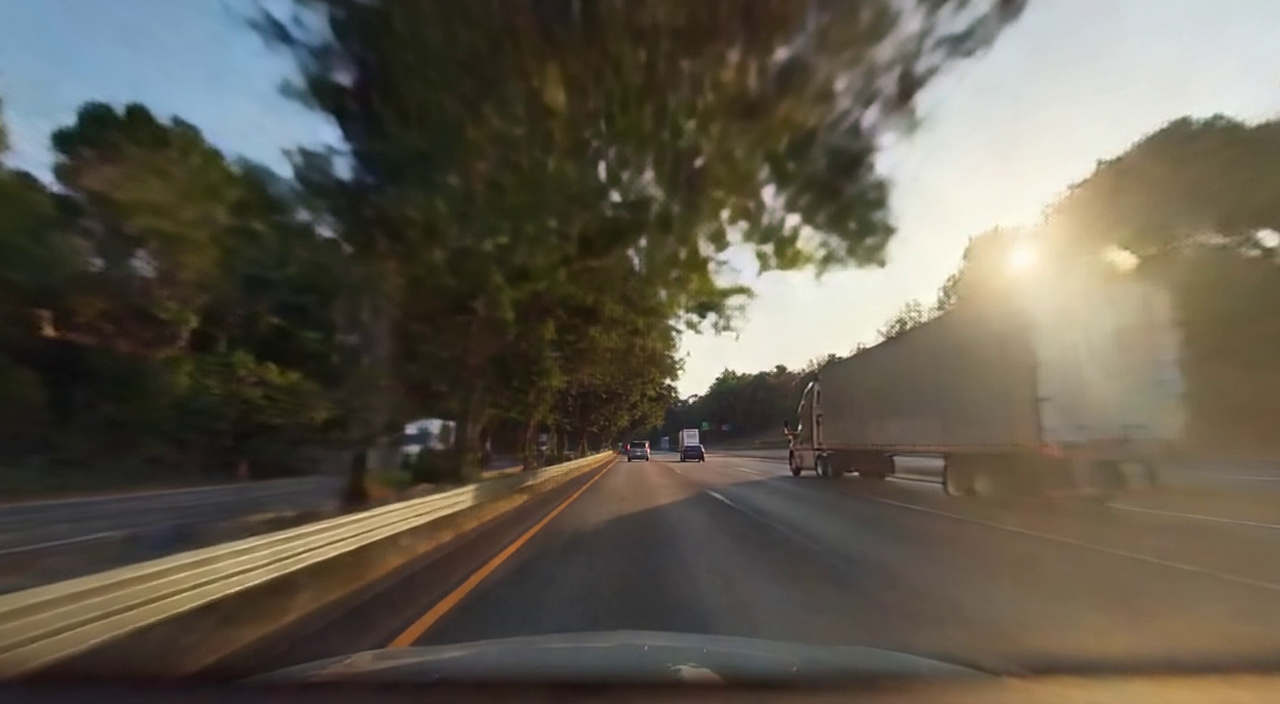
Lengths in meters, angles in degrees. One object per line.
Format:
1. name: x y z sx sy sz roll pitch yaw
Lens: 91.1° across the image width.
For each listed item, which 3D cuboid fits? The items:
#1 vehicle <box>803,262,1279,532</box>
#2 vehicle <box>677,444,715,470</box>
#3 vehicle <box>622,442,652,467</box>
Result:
1. vehicle: 7.813 1.676 16.427 3.044 4.073 14.016 0 -9 -1
2. vehicle: 3.597 6.837 41.085 2.025 1.534 4.179 0 -9 -1
3. vehicle: -0.200 7.602 46.742 2.114 1.706 4.106 0 -9 0
